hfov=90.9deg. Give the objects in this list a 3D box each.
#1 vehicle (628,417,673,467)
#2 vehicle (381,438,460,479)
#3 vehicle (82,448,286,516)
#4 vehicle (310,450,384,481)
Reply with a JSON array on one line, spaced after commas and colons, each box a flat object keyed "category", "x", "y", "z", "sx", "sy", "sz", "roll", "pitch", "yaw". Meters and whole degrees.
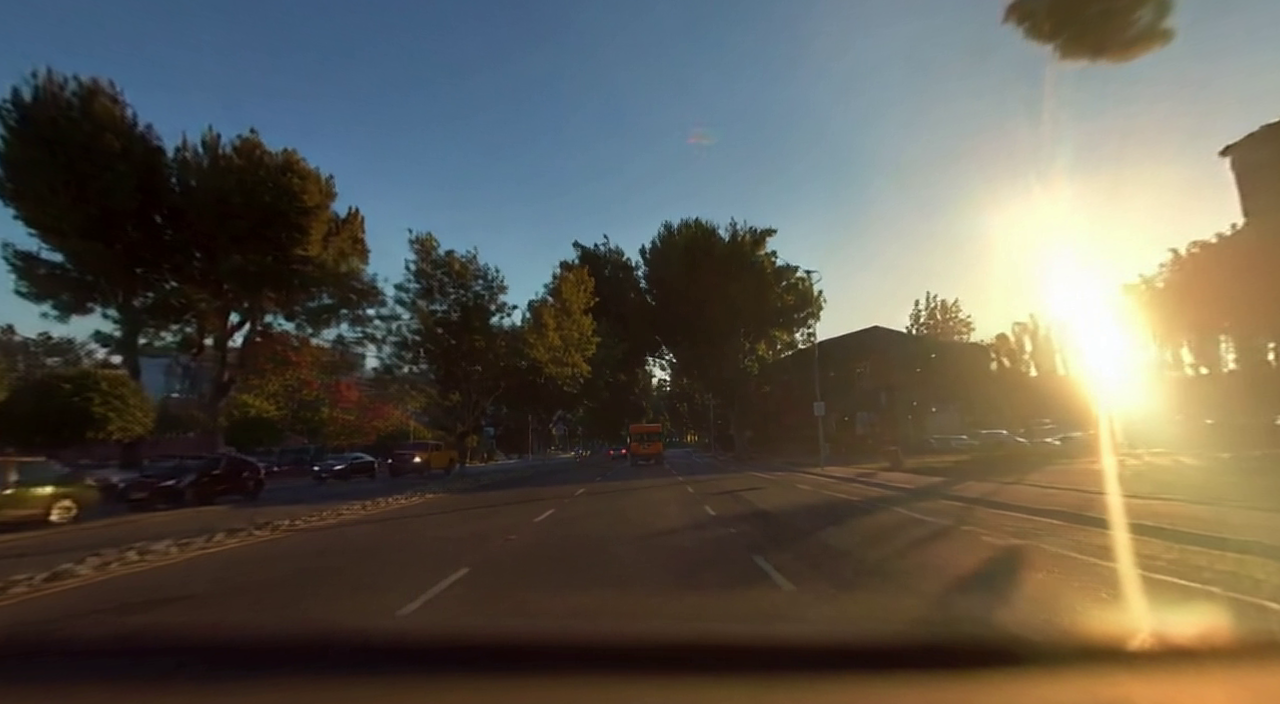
[{"category": "vehicle", "x": 0.691, "y": 6.428, "z": 44.851, "sx": 2.843, "sy": 3.120, "sz": 10.422, "roll": 0, "pitch": -8, "yaw": 0}, {"category": "vehicle", "x": -11.288, "y": 5.510, "z": 32.867, "sx": 2.155, "sy": 1.941, "sz": 4.977, "roll": 0, "pitch": -8, "yaw": 2}, {"category": "vehicle", "x": -11.747, "y": 3.336, "z": 16.750, "sx": 1.884, "sy": 1.486, "sz": 4.566, "roll": 0, "pitch": -8, "yaw": 2}, {"category": "vehicle", "x": -18.781, "y": 7.284, "z": 40.728, "sx": 2.165, "sy": 1.795, "sz": 5.003, "roll": -1, "pitch": -8, "yaw": 3}]
